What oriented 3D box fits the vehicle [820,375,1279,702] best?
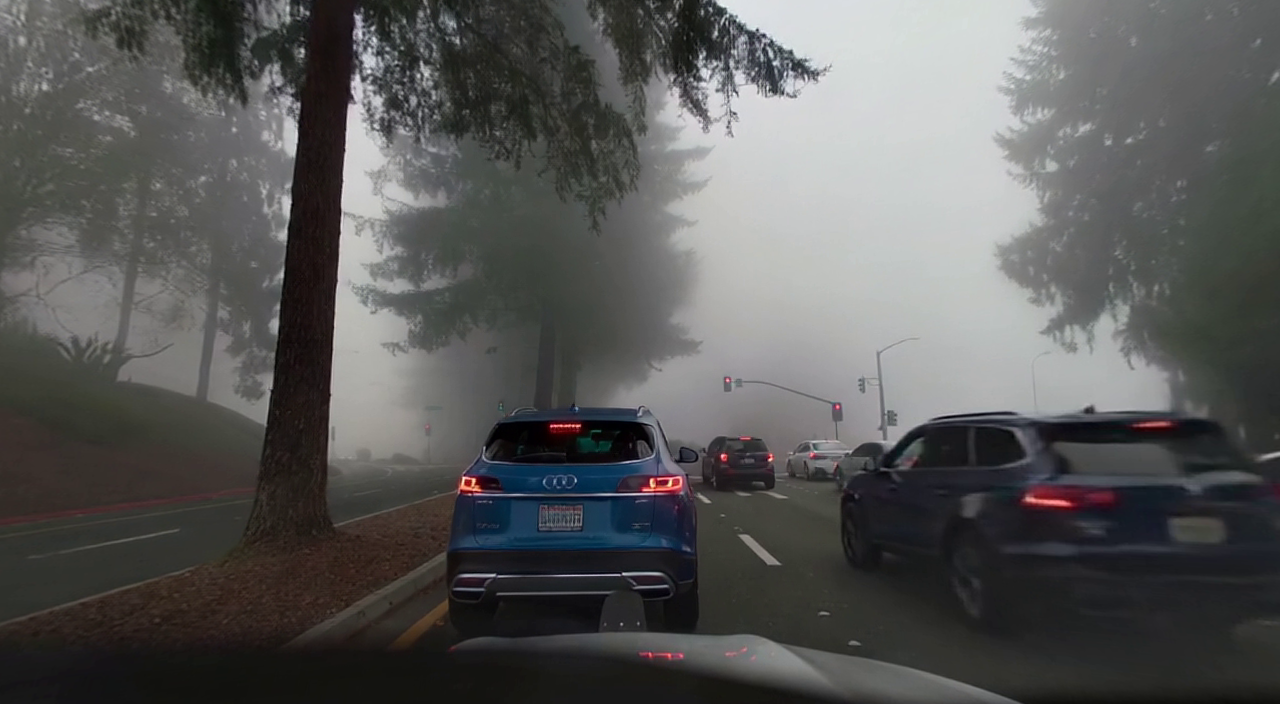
[{"bbox_3d":[3.234,1.286,5.536,1.963,1.682,4.407,0,-9,0],"label":"vehicle"}]

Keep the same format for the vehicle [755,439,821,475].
[{"bbox_3d":[6.626,4.771,28.845,1.917,1.489,4.625,0,-8,0],"label":"vehicle"}]

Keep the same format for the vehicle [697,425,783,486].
[{"bbox_3d":[3.355,3.619,22.310,2.200,1.909,4.853,0,-9,-1],"label":"vehicle"}]

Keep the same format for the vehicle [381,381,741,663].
[{"bbox_3d":[-0.433,1.354,6.088,2.201,1.709,4.271,0,-9,1],"label":"vehicle"}]
